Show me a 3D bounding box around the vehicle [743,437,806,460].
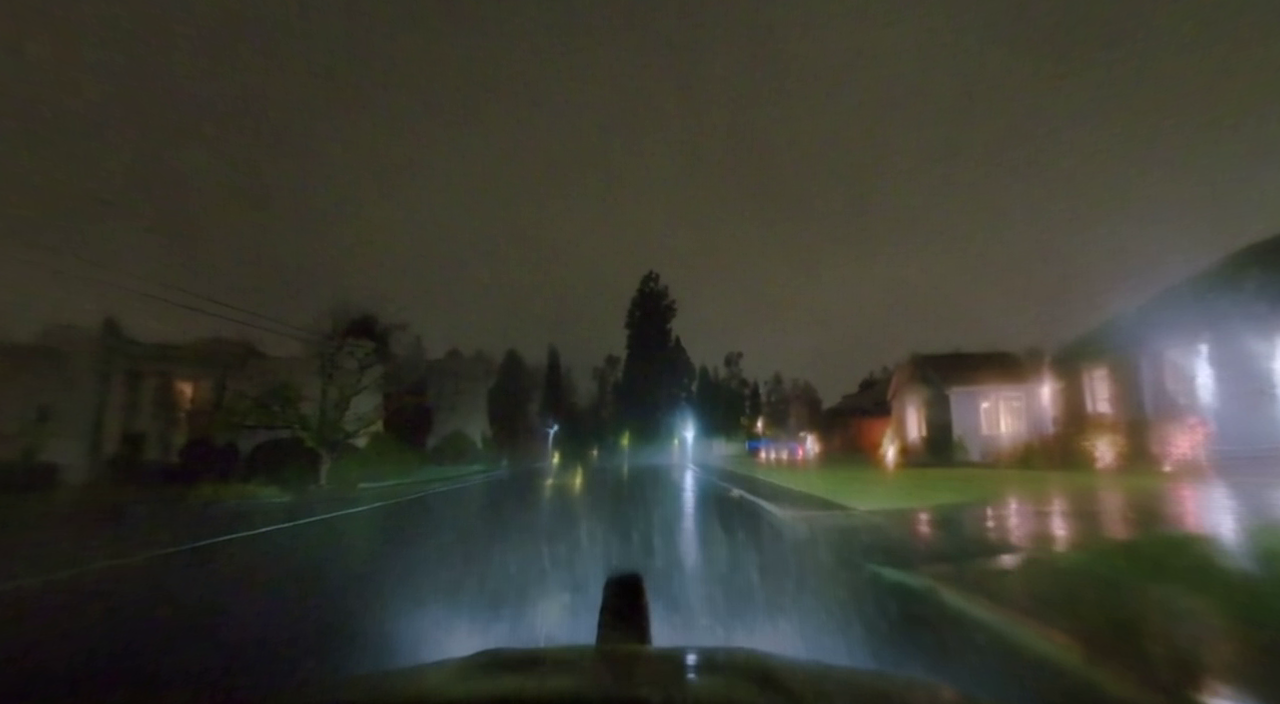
[{"bbox_3d":[9.654,6.962,45.531,4.153,1.605,1.835,1,-7,-1],"label":"vehicle"}]
